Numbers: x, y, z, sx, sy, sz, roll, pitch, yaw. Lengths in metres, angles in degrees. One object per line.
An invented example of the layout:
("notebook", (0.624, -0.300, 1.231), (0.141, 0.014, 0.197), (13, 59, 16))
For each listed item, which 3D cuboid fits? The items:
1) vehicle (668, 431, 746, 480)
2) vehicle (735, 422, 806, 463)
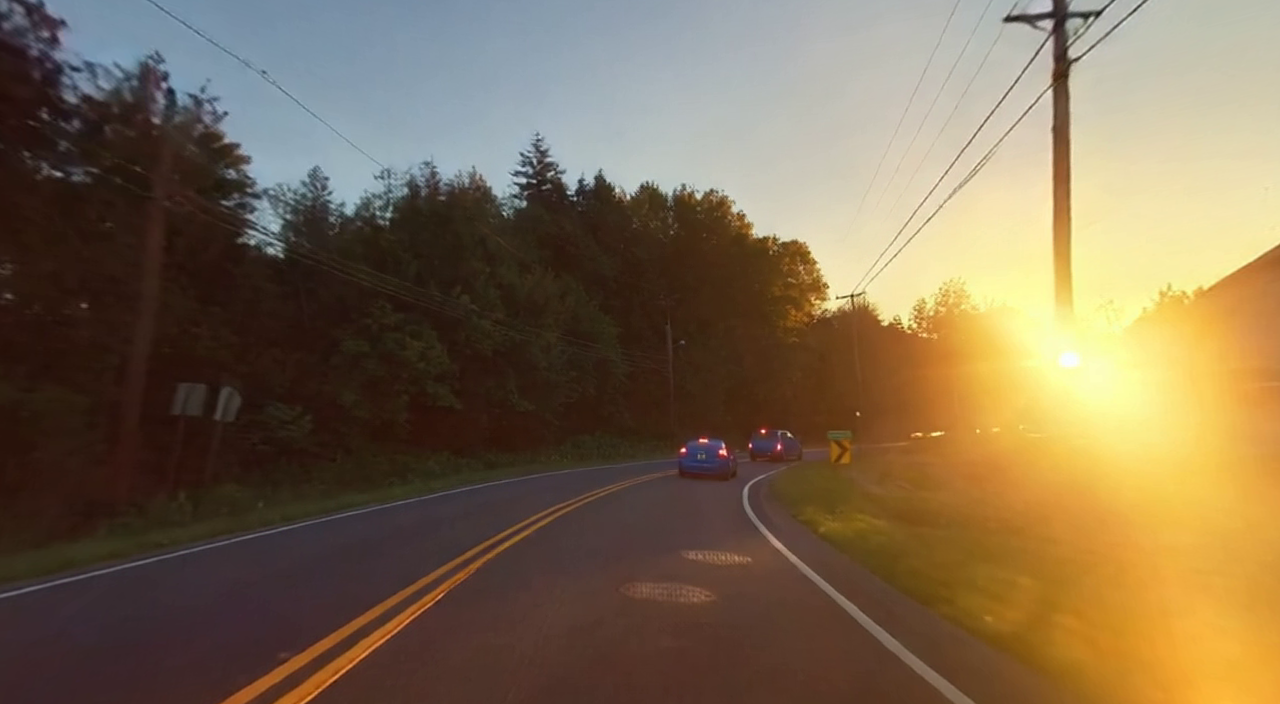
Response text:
("vehicle", (2.538, 3.735, 23.021), (2.157, 1.565, 4.243), (-2, -9, 15))
("vehicle", (7.668, 5.217, 36.425), (2.376, 2.145, 5.953), (-4, -9, 27))
